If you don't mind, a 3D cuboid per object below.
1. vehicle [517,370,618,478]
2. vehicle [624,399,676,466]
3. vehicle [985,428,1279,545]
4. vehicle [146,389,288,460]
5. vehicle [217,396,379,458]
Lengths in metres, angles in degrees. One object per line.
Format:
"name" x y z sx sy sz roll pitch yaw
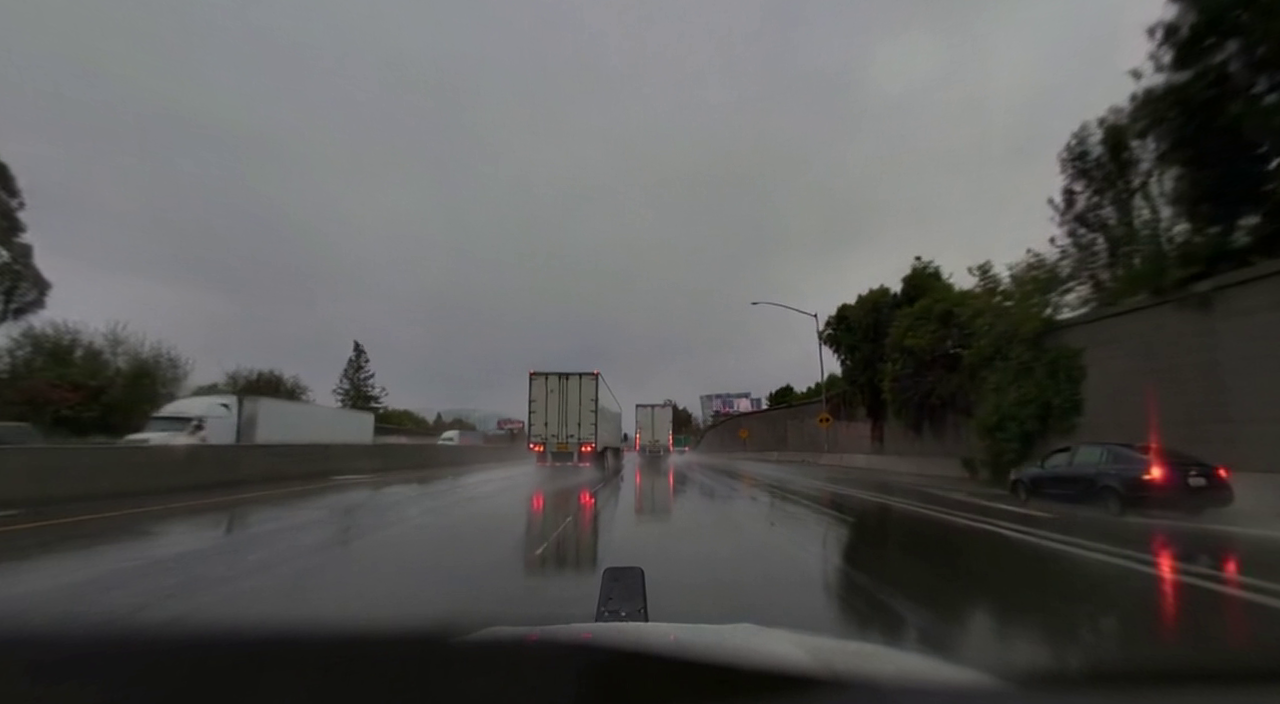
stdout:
"vehicle" -2.857 3.420 29.072 2.962 3.947 11.574 0 -8 1
"vehicle" 0.669 5.546 43.022 3.054 3.944 11.230 0 -8 1
"vehicle" 8.146 2.125 10.774 1.969 1.560 4.394 1 -8 -1
"vehicle" -25.310 4.553 38.347 3.130 3.891 7.268 0 -9 3
"vehicle" -25.153 6.089 48.337 2.895 3.951 16.404 0 -9 1
